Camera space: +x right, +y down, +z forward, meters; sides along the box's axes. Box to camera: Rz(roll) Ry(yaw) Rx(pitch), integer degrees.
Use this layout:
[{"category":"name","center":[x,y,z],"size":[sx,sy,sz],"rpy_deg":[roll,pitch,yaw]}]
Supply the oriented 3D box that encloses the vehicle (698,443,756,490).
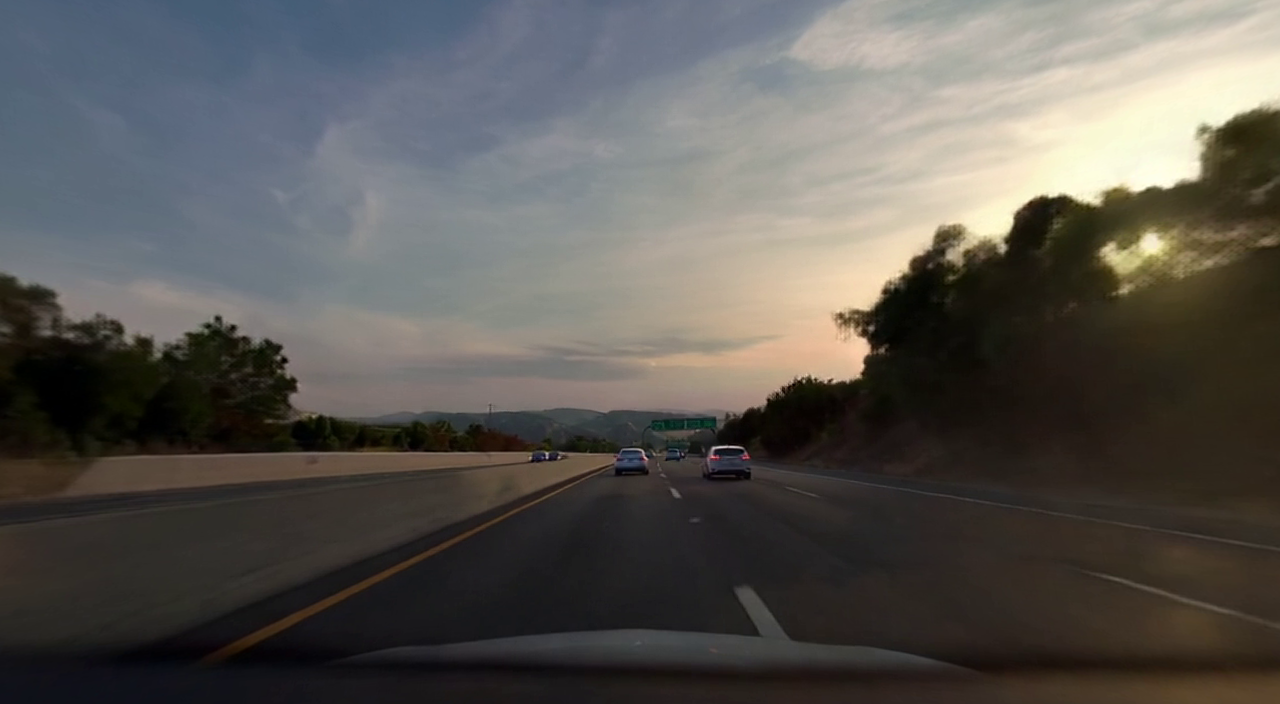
[{"category":"vehicle","center":[3.248,4.274,23.771],"size":[1.969,1.595,3.964],"rpy_deg":[-1,-9,6]}]

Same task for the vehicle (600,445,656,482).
[{"category":"vehicle","center":[-0.490,5.178,29.361],"size":[2.084,1.594,4.219],"rpy_deg":[-1,-9,6]}]
